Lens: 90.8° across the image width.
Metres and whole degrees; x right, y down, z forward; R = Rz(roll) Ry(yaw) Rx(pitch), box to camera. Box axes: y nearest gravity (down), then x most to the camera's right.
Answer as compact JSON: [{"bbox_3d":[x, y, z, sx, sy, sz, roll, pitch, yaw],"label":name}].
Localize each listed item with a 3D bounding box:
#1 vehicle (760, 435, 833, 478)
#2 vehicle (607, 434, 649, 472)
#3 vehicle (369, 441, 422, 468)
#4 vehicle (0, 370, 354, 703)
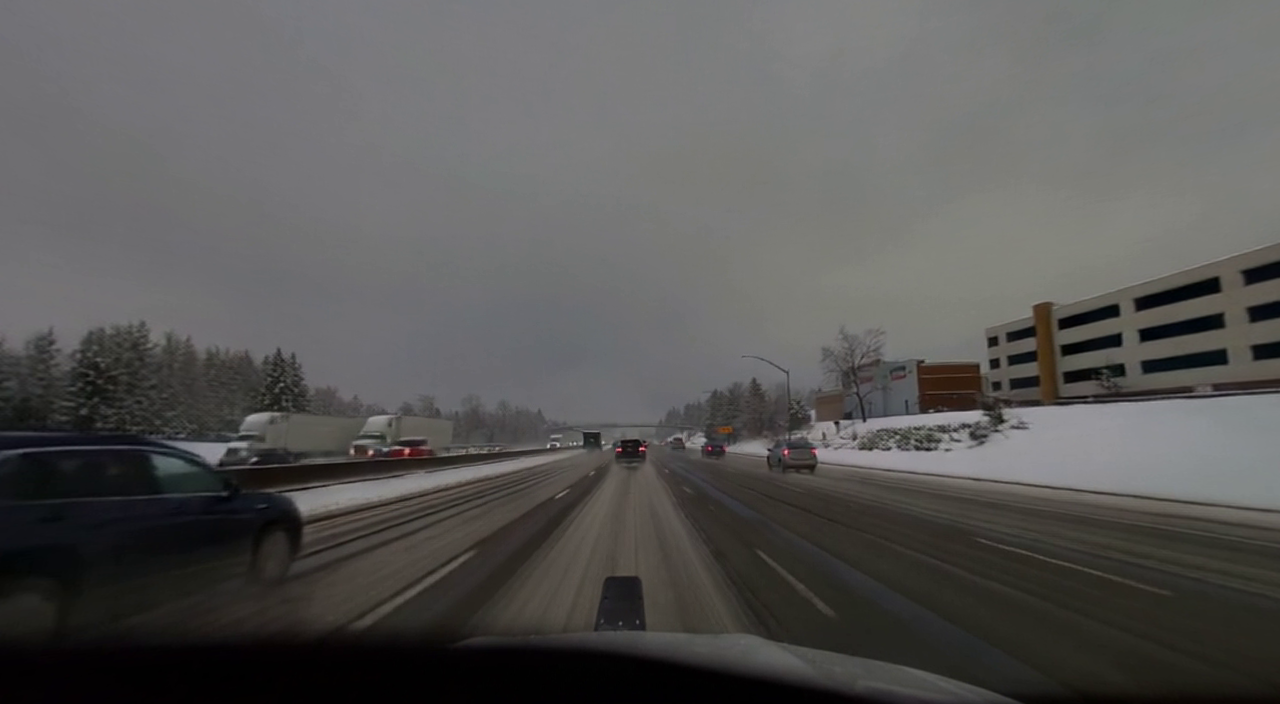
[{"bbox_3d":[6.559,4.427,26.926,1.944,1.666,4.184,0,-9,-1],"label":"vehicle"},{"bbox_3d":[-0.563,5.140,32.366,2.002,1.759,4.658,0,-9,0],"label":"vehicle"},{"bbox_3d":[-13.894,5.810,36.024,1.599,1.438,3.419,0,-9,0],"label":"vehicle"},{"bbox_3d":[-4.211,1.134,4.561,2.126,1.631,4.643,0,-9,0],"label":"vehicle"}]
